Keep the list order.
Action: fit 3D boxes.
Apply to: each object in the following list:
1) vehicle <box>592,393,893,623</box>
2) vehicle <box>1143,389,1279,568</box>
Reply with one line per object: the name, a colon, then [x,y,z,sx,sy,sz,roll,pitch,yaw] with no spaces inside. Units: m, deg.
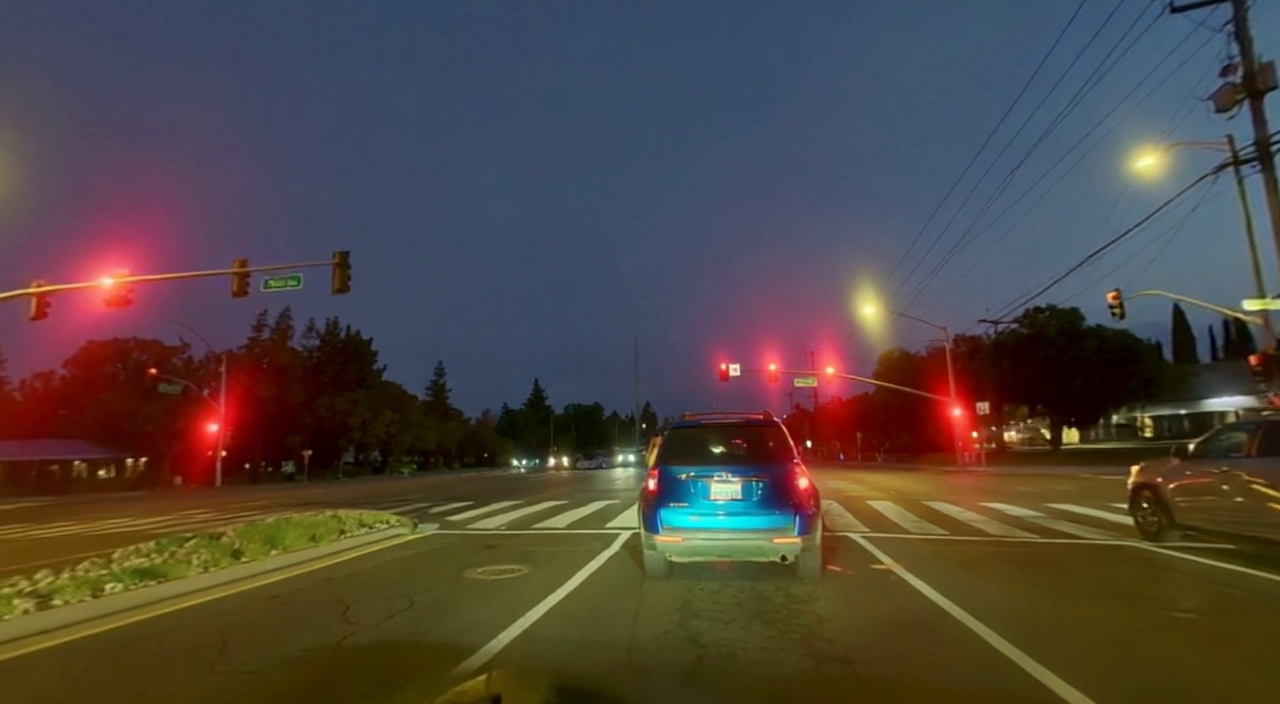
vehicle: [0.976,1.521,7.081,2.285,1.729,4.252,-1,-9,6]
vehicle: [7.597,1.216,5.960,2.119,1.827,4.806,-1,-9,7]
